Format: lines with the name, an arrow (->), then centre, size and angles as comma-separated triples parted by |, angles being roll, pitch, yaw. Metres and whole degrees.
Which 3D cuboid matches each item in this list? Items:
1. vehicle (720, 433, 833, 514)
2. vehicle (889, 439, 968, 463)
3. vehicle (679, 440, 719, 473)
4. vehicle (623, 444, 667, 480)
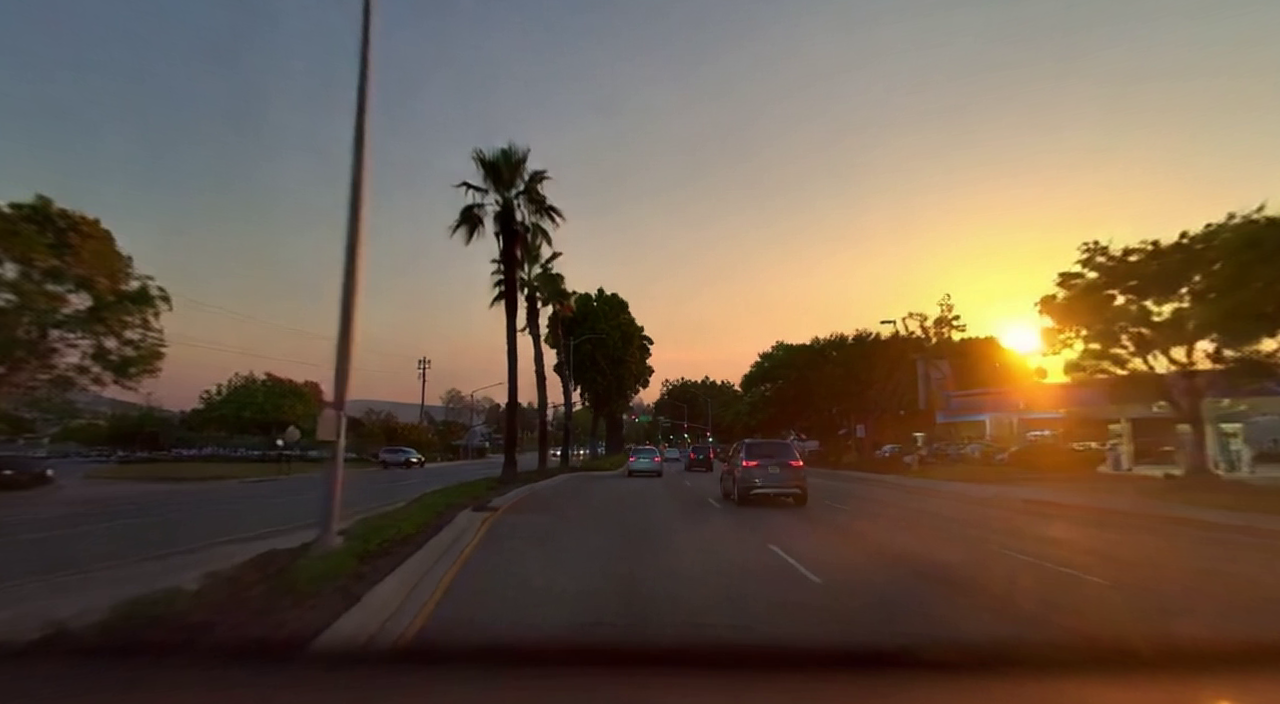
vehicle -> 3.238, 2.938, 15.738 | 1.872, 1.752, 3.896 | 0, -8, -1
vehicle -> 21.807, 7.492, 47.776 | 4.831, 1.816, 2.295 | 0, -8, -2
vehicle -> 3.824, 6.844, 41.576 | 2.154, 1.975, 4.634 | 0, -8, -1
vehicle -> 0.251, 5.332, 30.881 | 1.991, 1.664, 3.814 | 0, -8, 0
